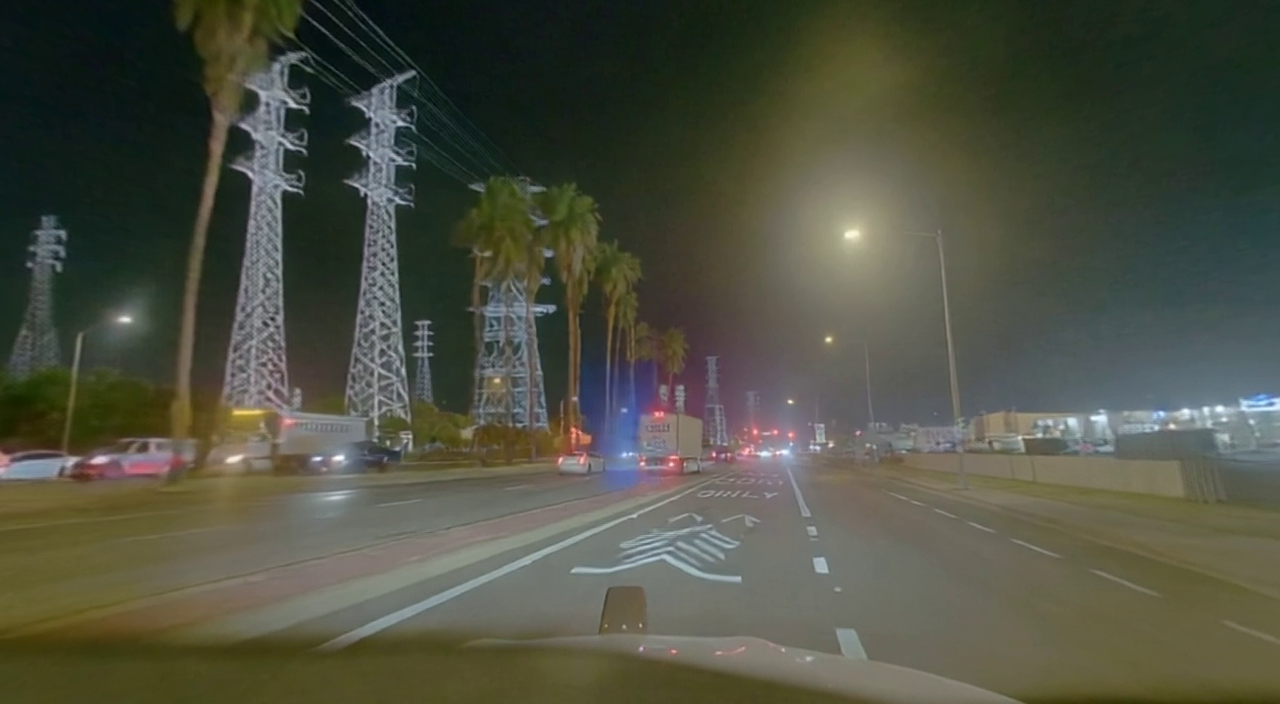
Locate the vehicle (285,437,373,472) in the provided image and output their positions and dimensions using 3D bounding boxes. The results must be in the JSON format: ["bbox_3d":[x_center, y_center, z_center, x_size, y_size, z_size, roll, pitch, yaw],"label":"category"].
[{"bbox_3d":[-16.099,5.329,32.961,1.751,1.639,4.434,-4,-9,11],"label":"vehicle"}]

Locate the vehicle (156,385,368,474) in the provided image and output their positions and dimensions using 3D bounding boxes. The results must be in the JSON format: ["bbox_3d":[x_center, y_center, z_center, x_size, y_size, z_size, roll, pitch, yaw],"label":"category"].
[{"bbox_3d":[-19.455,4.548,34.002,2.907,3.760,11.193,-5,-12,10],"label":"vehicle"}]

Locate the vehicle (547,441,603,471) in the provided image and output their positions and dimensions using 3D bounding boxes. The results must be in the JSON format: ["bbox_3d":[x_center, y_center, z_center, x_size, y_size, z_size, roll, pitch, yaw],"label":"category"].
[{"bbox_3d":[-4.511,7.338,44.840,2.266,1.950,5.866,-2,-9,12],"label":"vehicle"}]

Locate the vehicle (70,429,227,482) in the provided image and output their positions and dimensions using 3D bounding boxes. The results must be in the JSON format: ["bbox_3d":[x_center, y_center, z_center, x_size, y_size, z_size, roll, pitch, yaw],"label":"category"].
[{"bbox_3d":[-18.269,3.984,23.763,1.833,1.578,4.412,-9,-13,12],"label":"vehicle"}]

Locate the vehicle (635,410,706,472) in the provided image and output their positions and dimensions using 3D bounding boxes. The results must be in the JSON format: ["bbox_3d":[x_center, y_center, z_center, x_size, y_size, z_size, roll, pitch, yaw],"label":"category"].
[{"bbox_3d":[2.498,6.606,46.465,2.903,3.933,11.567,-2,-9,14],"label":"vehicle"}]
